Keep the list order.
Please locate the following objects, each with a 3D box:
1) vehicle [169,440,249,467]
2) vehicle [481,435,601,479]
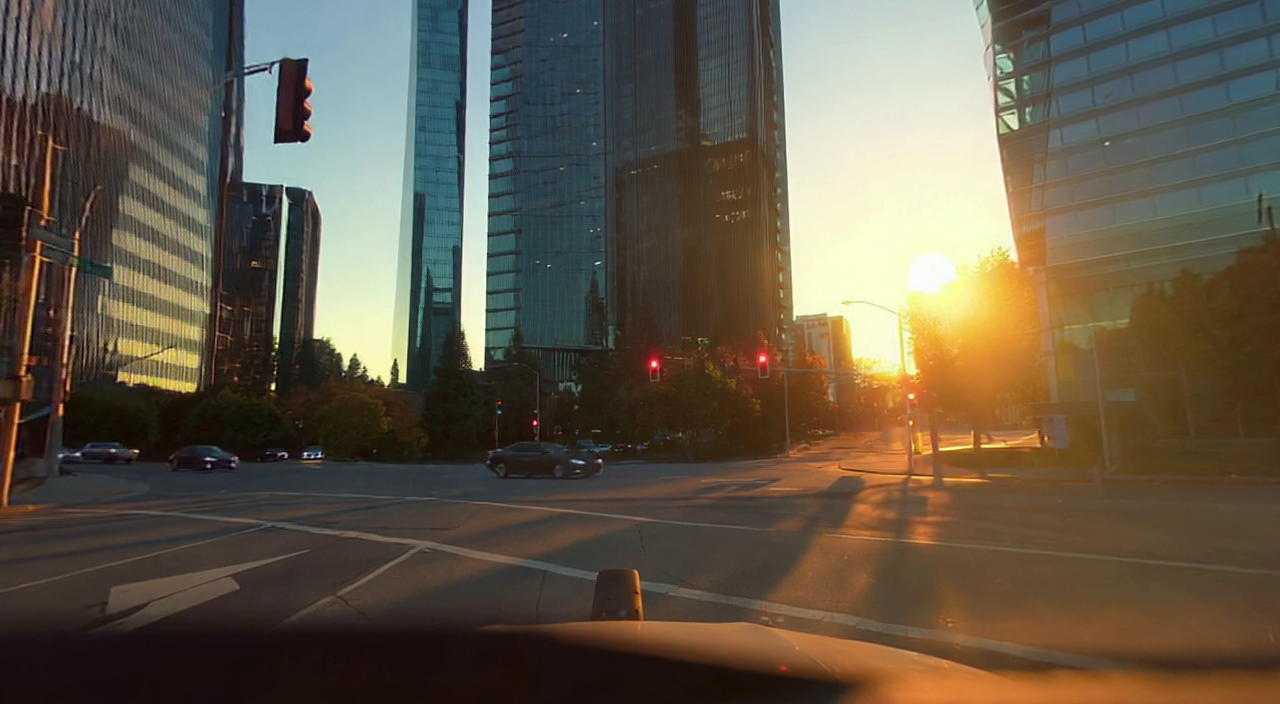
[{"bbox_3d":[-24.868,5.849,36.392,4.798,1.461,1.939,-6,-10,32],"label":"vehicle"},{"bbox_3d":[-4.035,4.200,25.417,4.698,1.609,1.975,-6,-10,35],"label":"vehicle"}]
